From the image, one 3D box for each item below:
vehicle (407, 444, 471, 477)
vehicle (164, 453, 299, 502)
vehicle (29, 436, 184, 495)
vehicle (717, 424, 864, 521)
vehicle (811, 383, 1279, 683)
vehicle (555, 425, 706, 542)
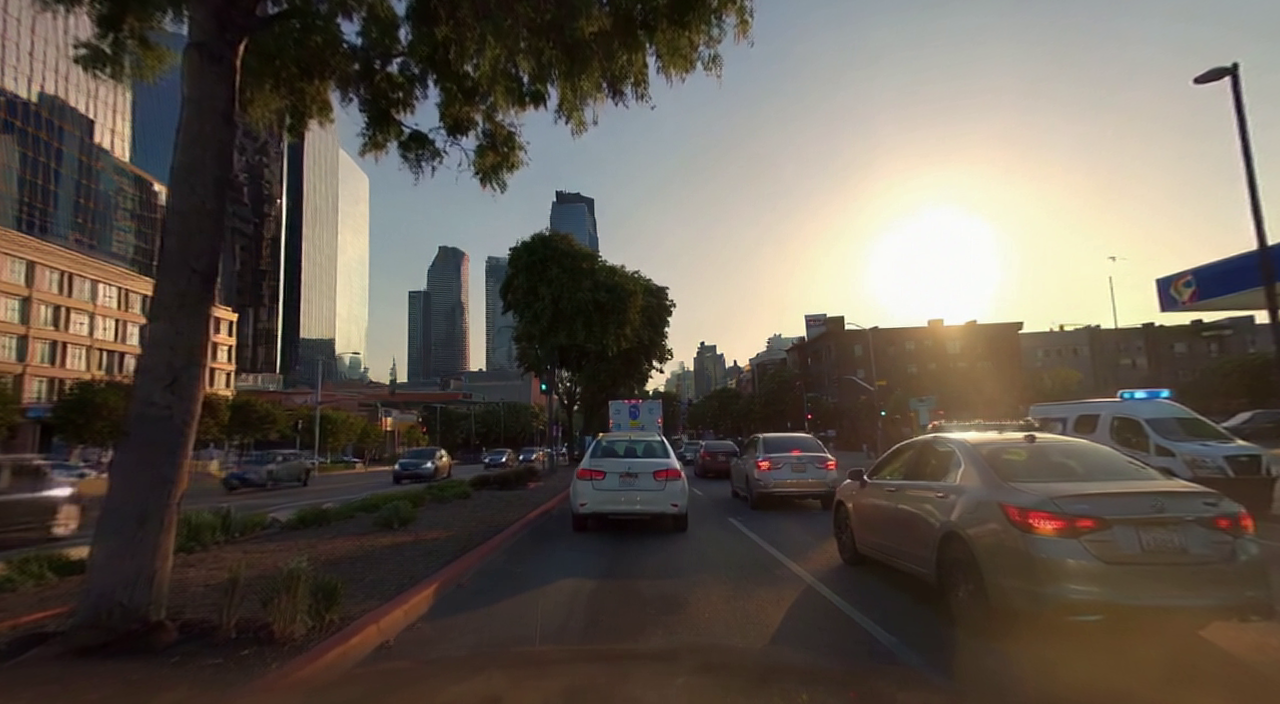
[{"bbox_3d":[-11.078,5.982,35.206,2.055,1.663,4.637,0,-9,0],"label":"vehicle"},{"bbox_3d":[-14.421,4.416,22.689,1.883,1.479,4.471,0,-9,-1],"label":"vehicle"},{"bbox_3d":[-26.942,5.712,32.348,2.571,2.711,6.027,0,-9,0],"label":"vehicle"},{"bbox_3d":[2.927,2.447,13.290,1.995,1.677,4.106,0,-9,-1],"label":"vehicle"},{"bbox_3d":[3.347,1.357,5.916,2.056,1.700,4.399,0,-9,-3],"label":"vehicle"},{"bbox_3d":[-0.173,2.122,10.777,2.106,1.613,3.697,0,-9,-1],"label":"vehicle"}]
